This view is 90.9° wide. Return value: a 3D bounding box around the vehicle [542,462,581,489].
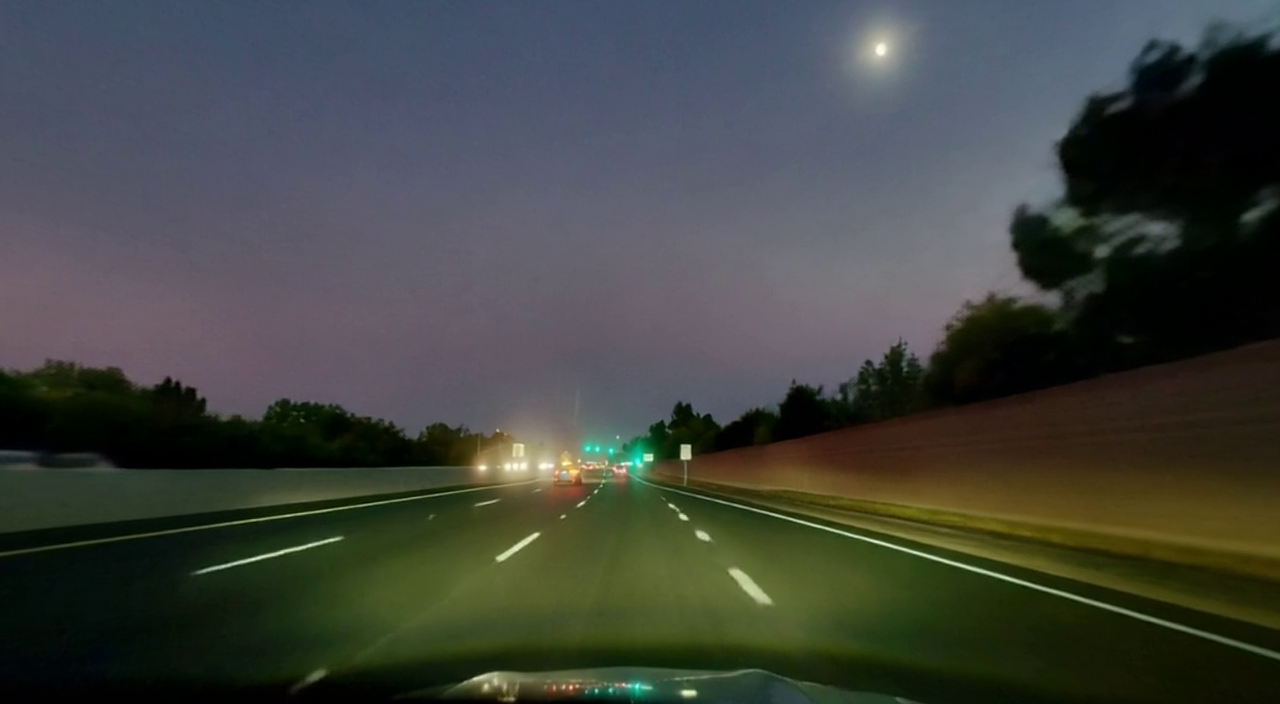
[{"bbox_3d":[-5.022,7.957,40.847,2.039,1.605,4.365,1,-11,-1],"label":"vehicle"}]
